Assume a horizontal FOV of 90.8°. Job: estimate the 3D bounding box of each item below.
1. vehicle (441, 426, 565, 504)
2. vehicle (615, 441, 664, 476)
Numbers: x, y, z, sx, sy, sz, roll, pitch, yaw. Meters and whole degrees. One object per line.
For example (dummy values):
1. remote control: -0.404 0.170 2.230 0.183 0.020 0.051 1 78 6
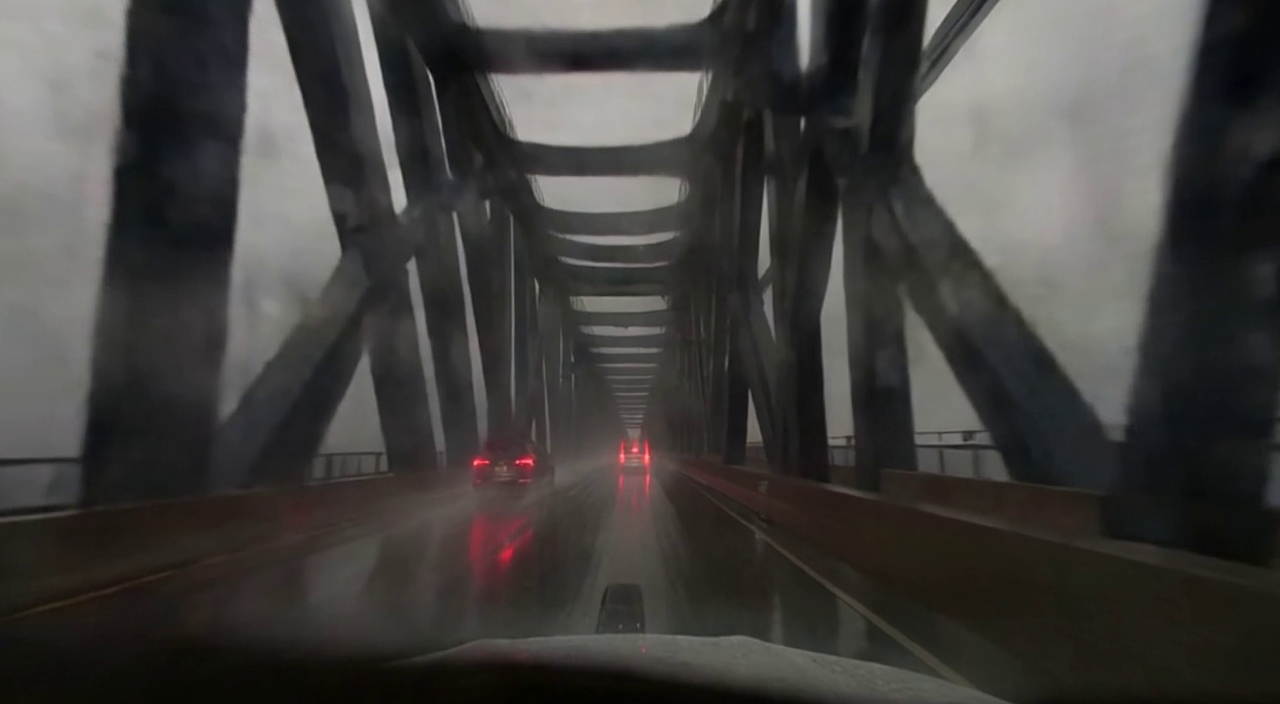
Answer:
1. vehicle: -3.495 2.993 17.203 2.190 1.807 4.741 0 -9 1
2. vehicle: -0.041 4.797 28.642 2.048 1.450 3.973 0 -8 -1
